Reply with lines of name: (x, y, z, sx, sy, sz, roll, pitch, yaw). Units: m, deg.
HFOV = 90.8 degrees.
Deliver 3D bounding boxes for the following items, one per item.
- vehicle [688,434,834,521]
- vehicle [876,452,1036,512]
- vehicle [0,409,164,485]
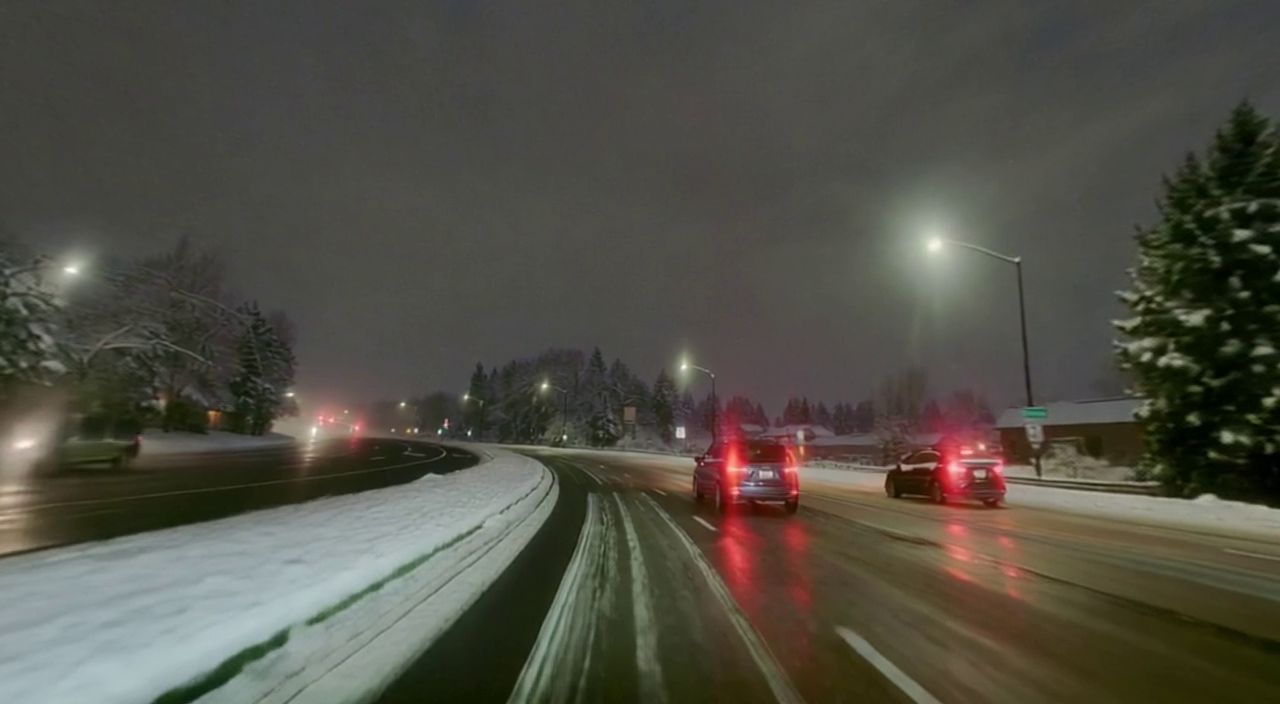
vehicle: (2.513, 2.754, 14.451, 2.122, 1.646, 4.525, 1, -9, -4)
vehicle: (9.000, 3.712, 18.566, 1.940, 1.460, 4.652, 1, -9, -5)
vehicle: (-14.132, 2.311, 15.476, 2.206, 1.583, 4.539, 2, -9, -14)
